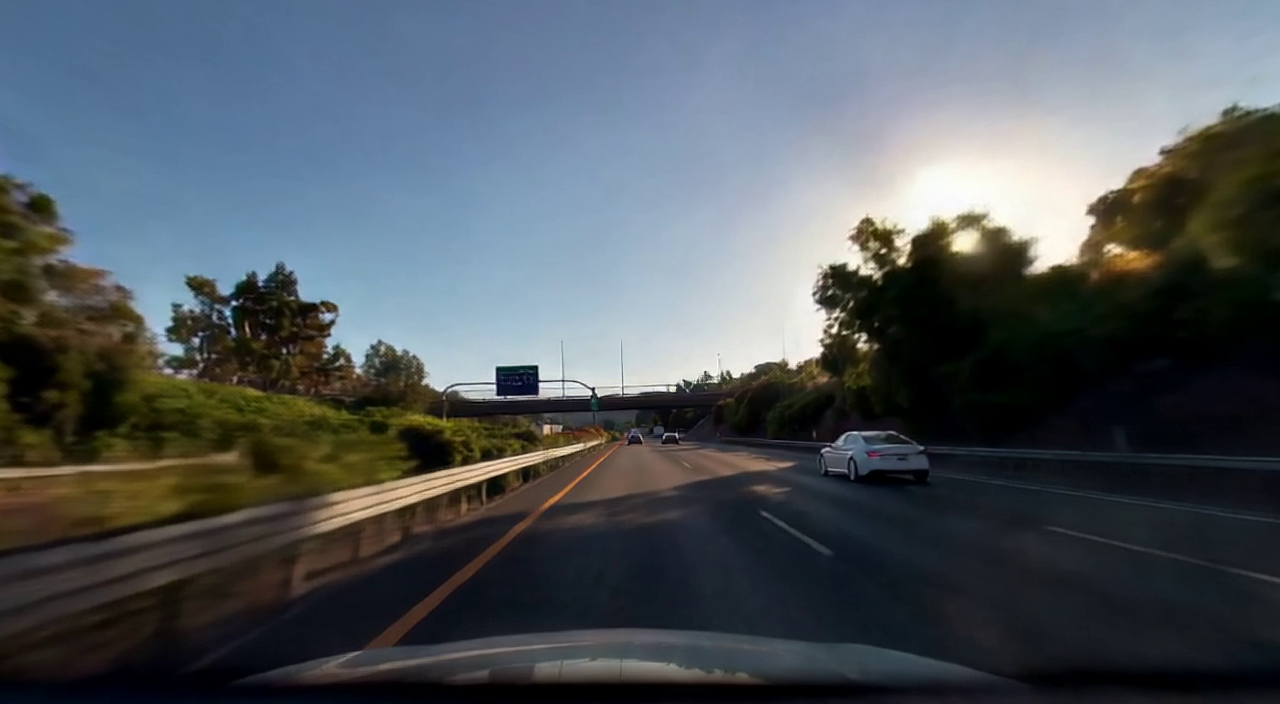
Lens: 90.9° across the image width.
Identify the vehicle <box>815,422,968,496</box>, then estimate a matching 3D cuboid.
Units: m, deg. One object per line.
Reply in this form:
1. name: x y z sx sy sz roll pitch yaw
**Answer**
1. vehicle: 6.008 2.577 15.686 1.940 1.578 4.122 0 -8 -3
